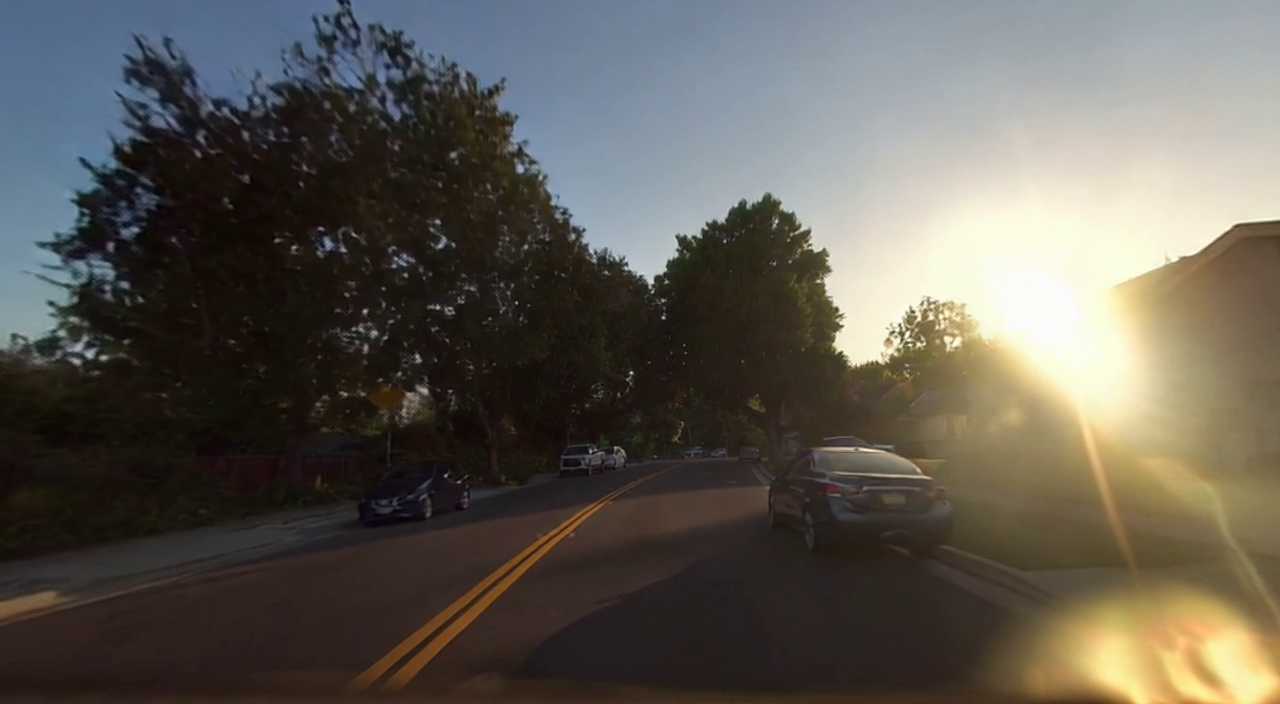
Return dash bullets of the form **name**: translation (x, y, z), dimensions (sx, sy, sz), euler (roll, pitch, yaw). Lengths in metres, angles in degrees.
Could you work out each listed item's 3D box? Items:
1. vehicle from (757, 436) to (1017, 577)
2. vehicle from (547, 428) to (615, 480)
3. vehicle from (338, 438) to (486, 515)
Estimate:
- **vehicle**: translation (3.018, 1.958, 8.852), dimensions (1.972, 1.460, 4.137), euler (-1, -8, 0)
- **vehicle**: translation (-3.184, 5.913, 35.738), dimensions (2.334, 2.126, 6.444), euler (-6, -15, 7)
- **vehicle**: translation (-5.455, 3.233, 15.815), dimensions (2.005, 1.557, 4.172), euler (-3, -15, 2)
